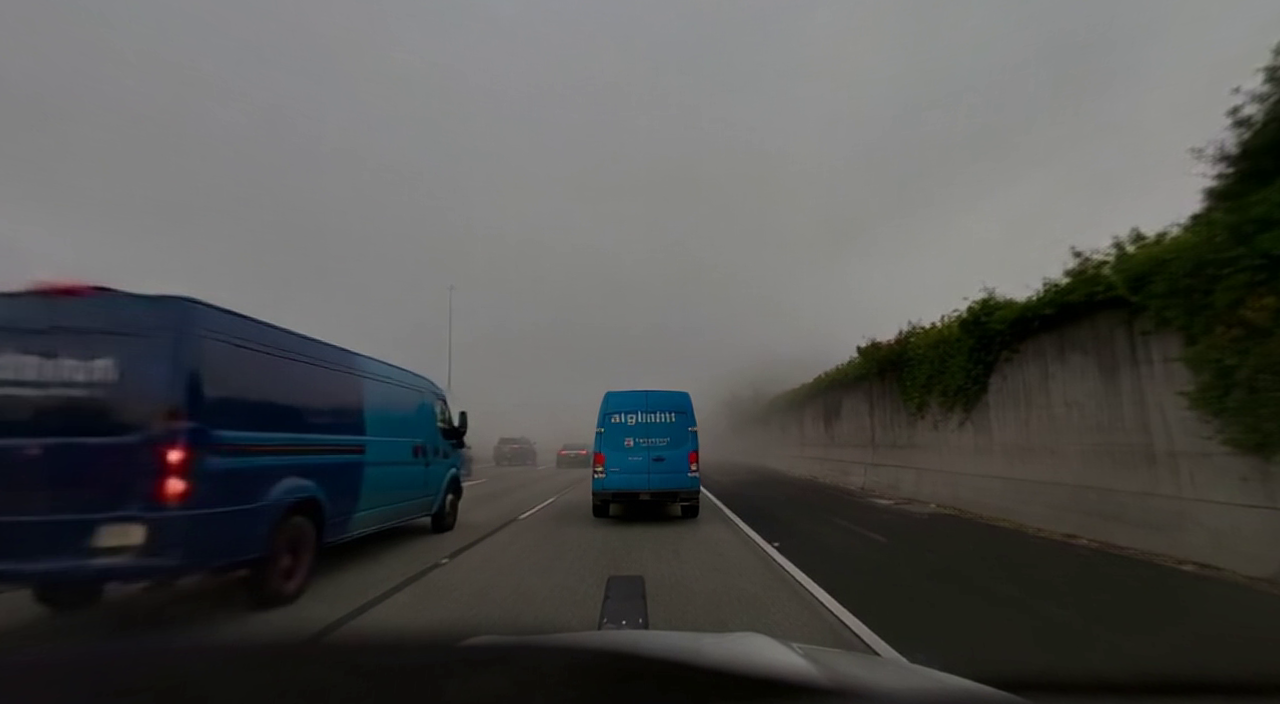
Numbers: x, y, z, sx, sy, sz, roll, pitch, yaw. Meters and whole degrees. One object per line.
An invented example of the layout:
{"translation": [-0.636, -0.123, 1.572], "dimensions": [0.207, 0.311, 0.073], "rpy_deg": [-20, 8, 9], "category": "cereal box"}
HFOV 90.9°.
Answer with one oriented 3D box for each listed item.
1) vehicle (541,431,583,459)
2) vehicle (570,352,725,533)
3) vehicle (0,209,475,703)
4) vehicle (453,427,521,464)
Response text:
{"translation": [-5.963, 7.222, 48.809], "dimensions": [2.302, 2.007, 5.490], "rpy_deg": [0, -8, 3], "category": "vehicle"}
{"translation": [0.114, 1.819, 12.793], "dimensions": [2.316, 2.738, 6.398], "rpy_deg": [0, -8, 0], "category": "vehicle"}
{"translation": [-3.670, 0.981, 5.293], "dimensions": [2.597, 2.163, 6.860], "rpy_deg": [0, -8, 1], "category": "vehicle"}
{"translation": [-9.723, 6.036, 40.763], "dimensions": [2.566, 2.158, 5.957], "rpy_deg": [-1, -8, 3], "category": "vehicle"}
